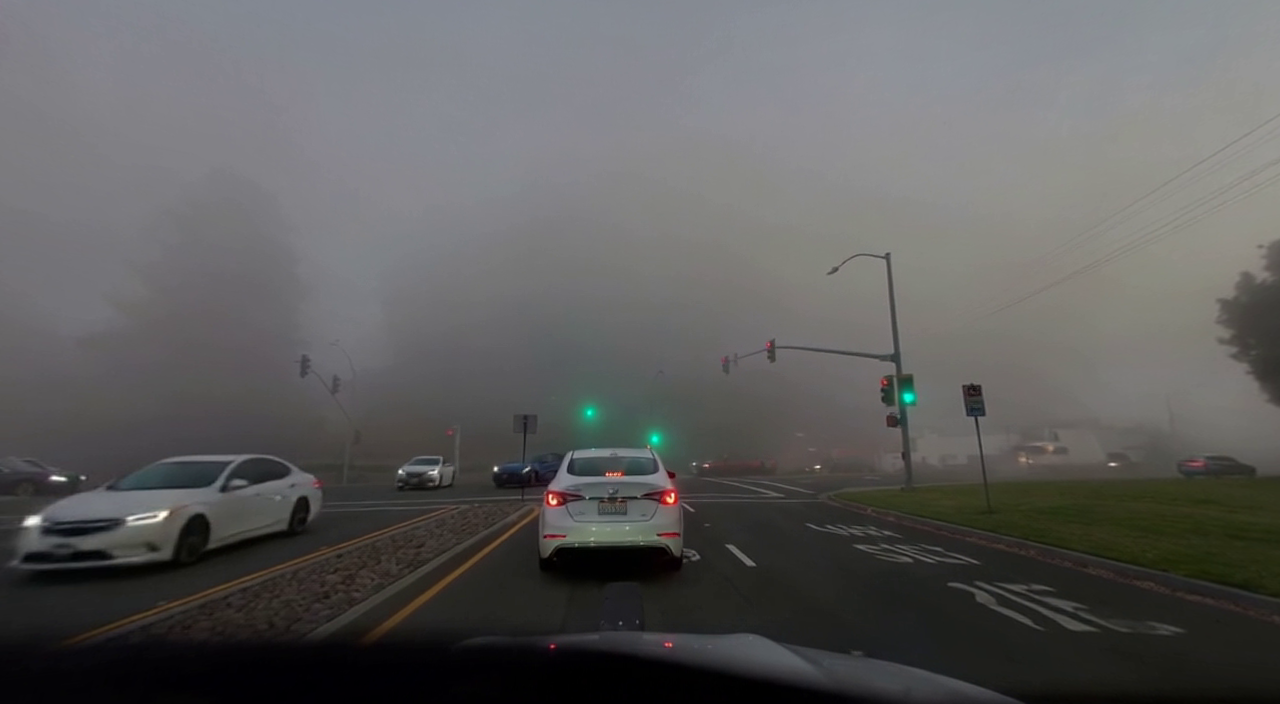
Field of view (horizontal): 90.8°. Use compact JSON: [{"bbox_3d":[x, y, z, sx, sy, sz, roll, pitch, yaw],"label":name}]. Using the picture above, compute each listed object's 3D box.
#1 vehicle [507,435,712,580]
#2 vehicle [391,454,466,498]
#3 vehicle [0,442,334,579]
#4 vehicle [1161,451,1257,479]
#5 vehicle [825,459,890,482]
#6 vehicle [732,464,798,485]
[{"bbox_3d":[-0.347,1.926,8.706,2.112,1.479,4.264,0,-9,-1],"label":"vehicle"},{"bbox_3d":[-8.399,4.918,25.551,2.078,1.534,4.646,1,-9,-9],"label":"vehicle"},{"bbox_3d":[-6.437,2.063,9.174,2.073,1.459,4.495,1,-9,-5],"label":"vehicle"},{"bbox_3d":[32.658,6.479,36.266,4.601,1.485,1.929,3,-9,-18],"label":"vehicle"},{"bbox_3d":[16.518,8.998,48.085,4.337,1.637,1.860,2,-9,-16],"label":"vehicle"},{"bbox_3d":[9.085,8.908,46.070,4.254,1.359,1.895,2,-9,-16],"label":"vehicle"}]
